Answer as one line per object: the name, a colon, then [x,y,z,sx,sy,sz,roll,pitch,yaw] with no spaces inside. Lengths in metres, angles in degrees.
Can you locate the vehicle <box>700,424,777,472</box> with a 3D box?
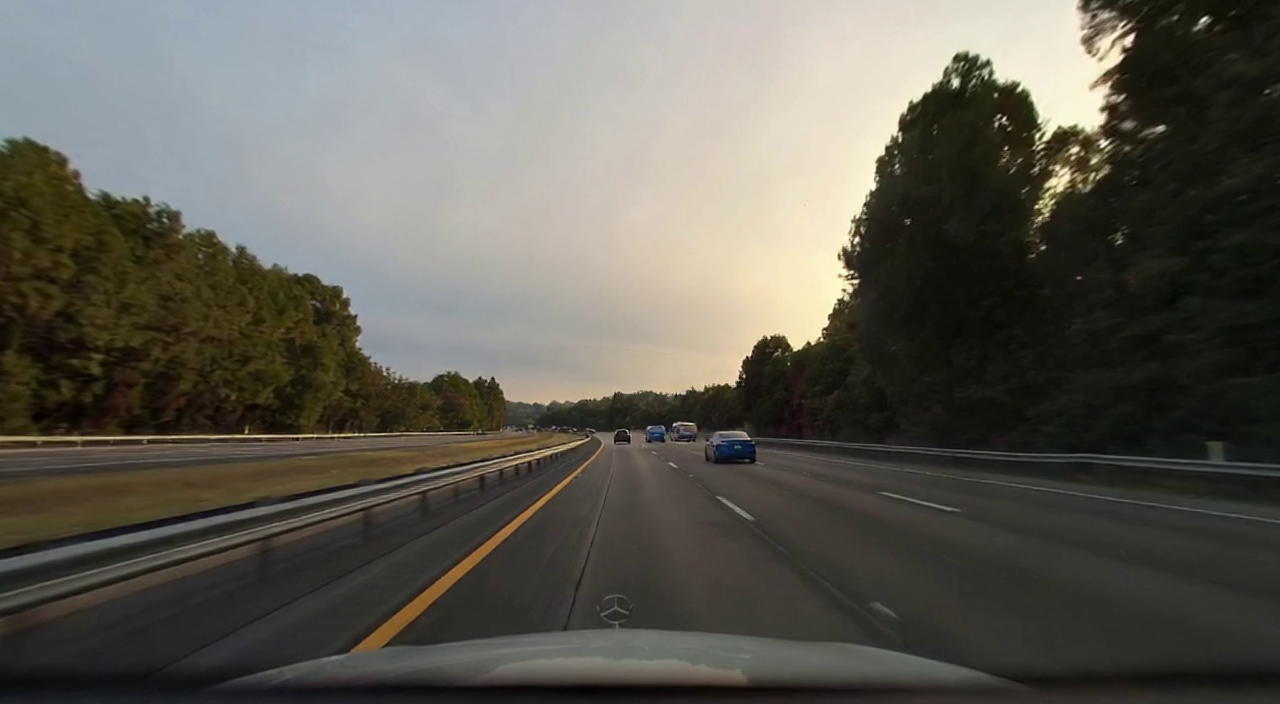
vehicle: [3.472,3.462,22.937,2.002,1.569,3.845,0,-8,-2]
